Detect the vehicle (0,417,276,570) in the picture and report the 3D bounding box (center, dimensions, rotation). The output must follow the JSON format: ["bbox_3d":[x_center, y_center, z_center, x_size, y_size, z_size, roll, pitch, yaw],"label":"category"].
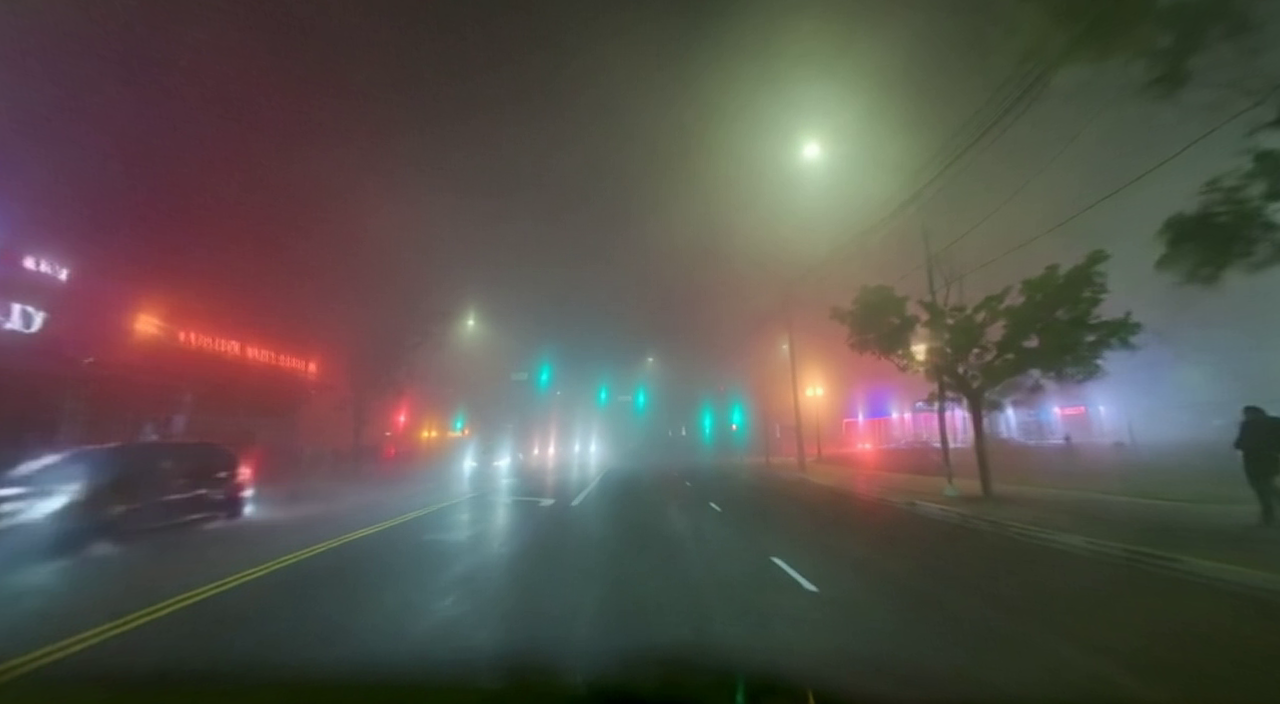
[{"bbox_3d":[-8.681,2.167,10.554,2.242,1.919,4.922,0,-8,-1],"label":"vehicle"}]

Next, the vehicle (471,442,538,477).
[{"bbox_3d":[-6.224,4.965,29.466,2.097,1.495,4.489,0,-8,0],"label":"vehicle"}]
